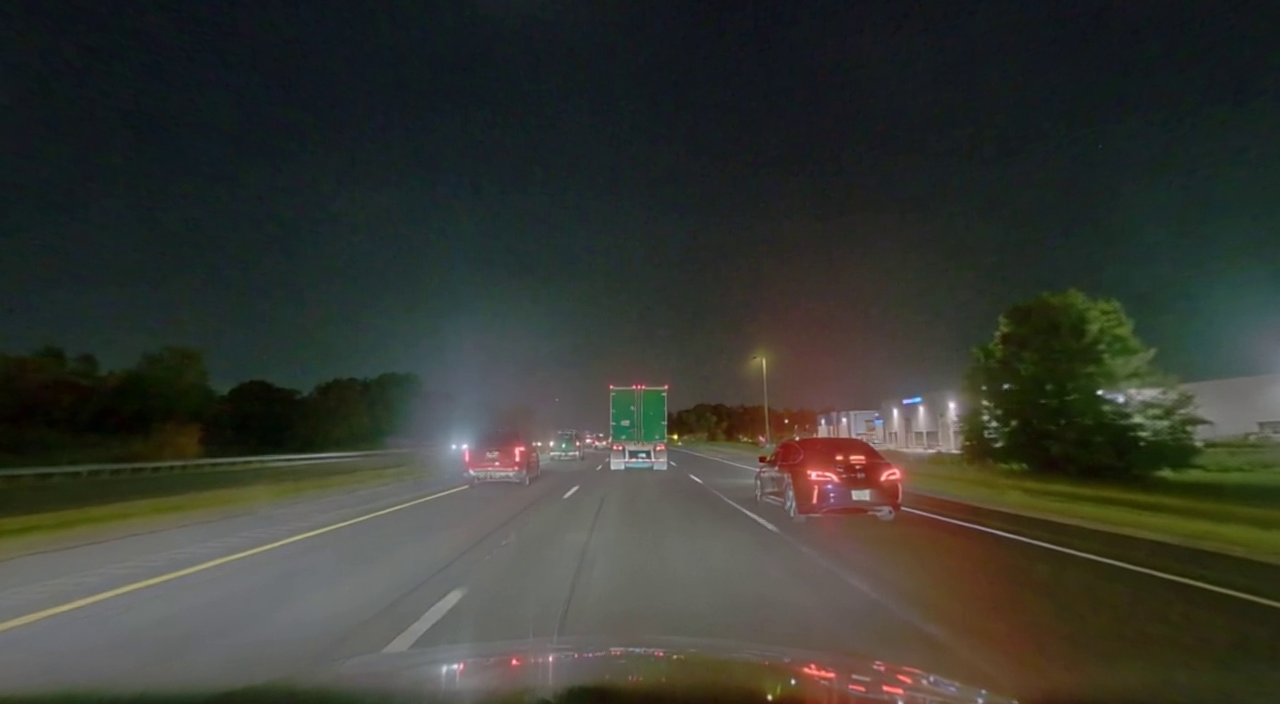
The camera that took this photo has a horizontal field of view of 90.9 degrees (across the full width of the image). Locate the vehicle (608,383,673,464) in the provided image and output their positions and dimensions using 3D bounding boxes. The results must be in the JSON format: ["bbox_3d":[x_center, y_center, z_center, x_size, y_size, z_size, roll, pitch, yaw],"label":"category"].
[{"bbox_3d":[-0.120,4.312,36.826,3.259,4.066,9.891,0,-8,-1],"label":"vehicle"}]

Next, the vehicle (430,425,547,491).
[{"bbox_3d":[-4.078,2.946,17.972,2.005,1.602,5.131,0,-8,1],"label":"vehicle"}]

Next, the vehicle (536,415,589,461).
[{"bbox_3d":[-4.862,5.635,40.986,2.717,2.714,6.997,0,-8,-1],"label":"vehicle"}]
